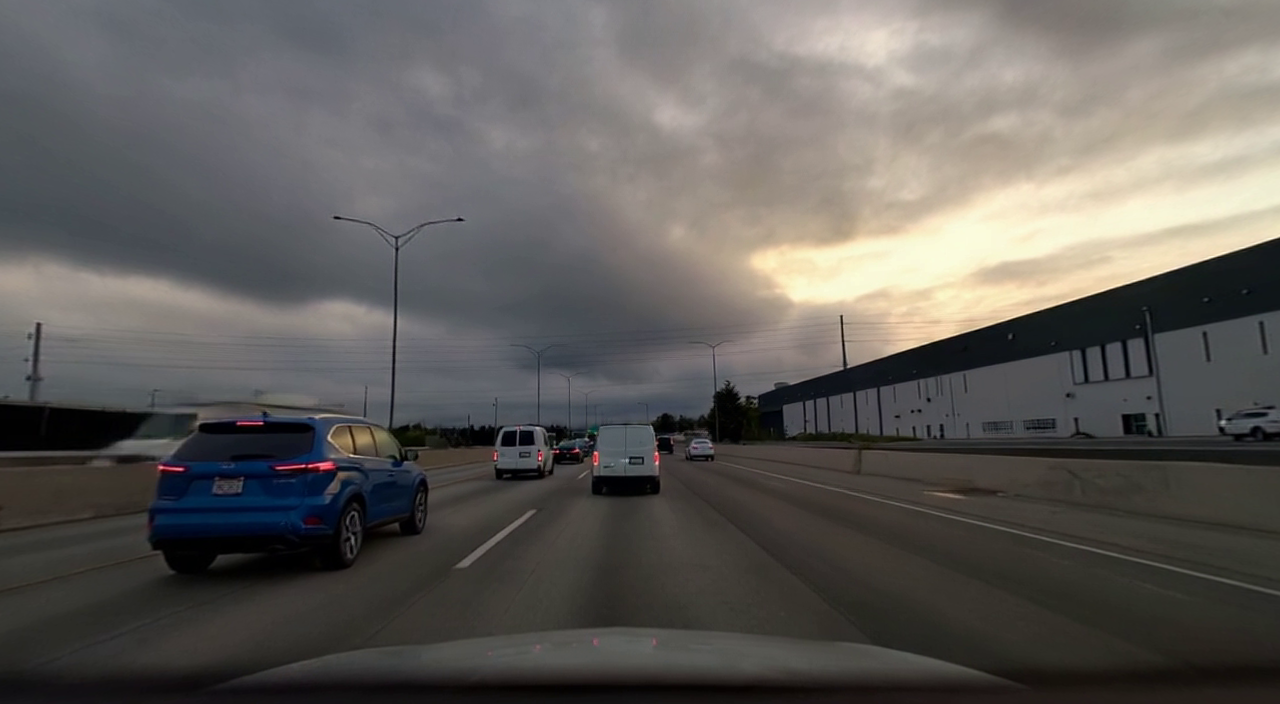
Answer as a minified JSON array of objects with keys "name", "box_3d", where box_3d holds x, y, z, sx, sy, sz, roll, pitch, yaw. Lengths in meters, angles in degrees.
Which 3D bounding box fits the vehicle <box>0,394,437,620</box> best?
[{"name":"vehicle","box_3d":[-3.948,1.491,7.068,1.972,1.703,4.333,0,-8,-1]}]

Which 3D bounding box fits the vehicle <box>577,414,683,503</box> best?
[{"name":"vehicle","box_3d":[-0.281,2.630,15.940,2.304,1.925,4.282,0,-8,-1]}]

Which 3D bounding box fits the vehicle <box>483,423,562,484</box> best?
[{"name":"vehicle","box_3d":[-4.047,3.567,22.396,2.038,1.936,4.300,0,-8,-1]}]

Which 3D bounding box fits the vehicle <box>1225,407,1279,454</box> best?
[{"name":"vehicle","box_3d":[30.936,3.973,31.761,1.480,2.238,1.864,-5,-9,29]}]

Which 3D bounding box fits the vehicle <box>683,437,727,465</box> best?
[{"name":"vehicle","box_3d":[3.732,5.760,36.738,1.999,1.494,3.833,0,-8,-3]}]
